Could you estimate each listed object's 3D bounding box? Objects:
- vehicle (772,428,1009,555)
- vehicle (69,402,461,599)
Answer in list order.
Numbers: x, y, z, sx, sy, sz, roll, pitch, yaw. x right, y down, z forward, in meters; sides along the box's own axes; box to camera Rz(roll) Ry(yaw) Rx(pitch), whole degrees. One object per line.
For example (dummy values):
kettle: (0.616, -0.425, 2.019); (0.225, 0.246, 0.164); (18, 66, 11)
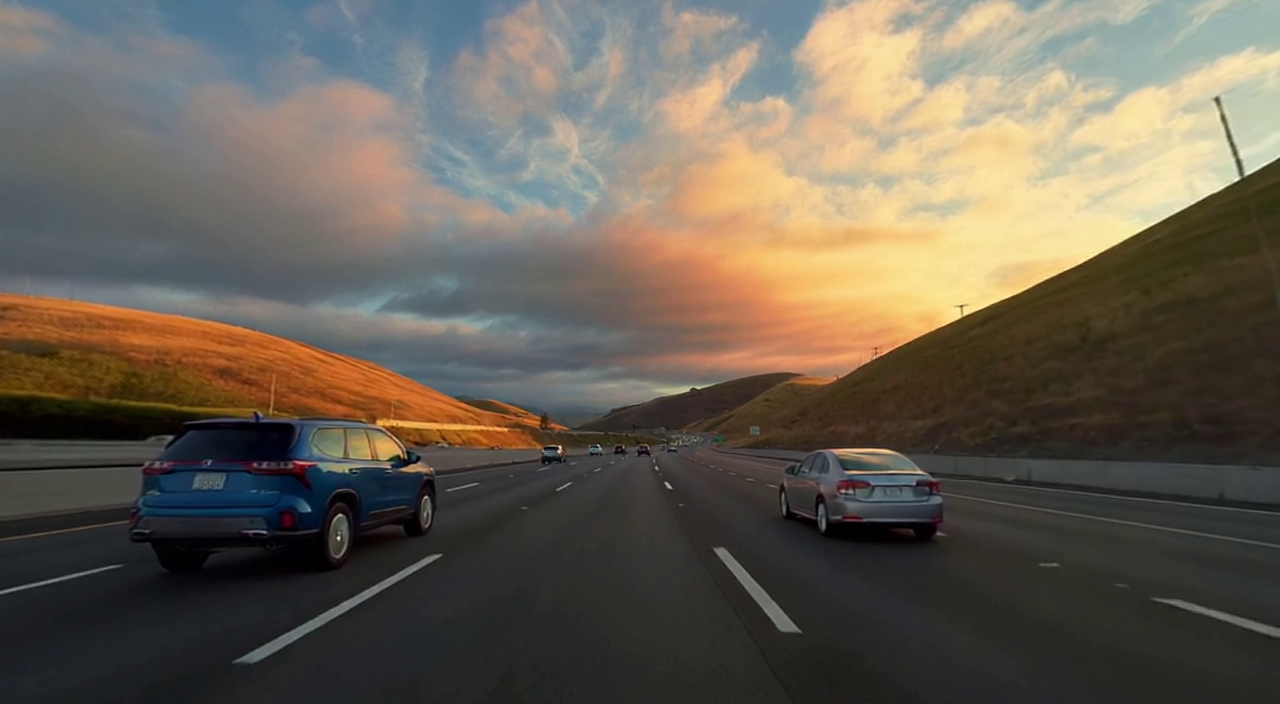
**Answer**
vehicle: (3.475, 2.006, 9.813); (1.847, 1.493, 4.303); (0, -9, -1)
vehicle: (-3.972, 1.662, 7.971); (2.047, 1.715, 4.689); (0, -9, 0)
